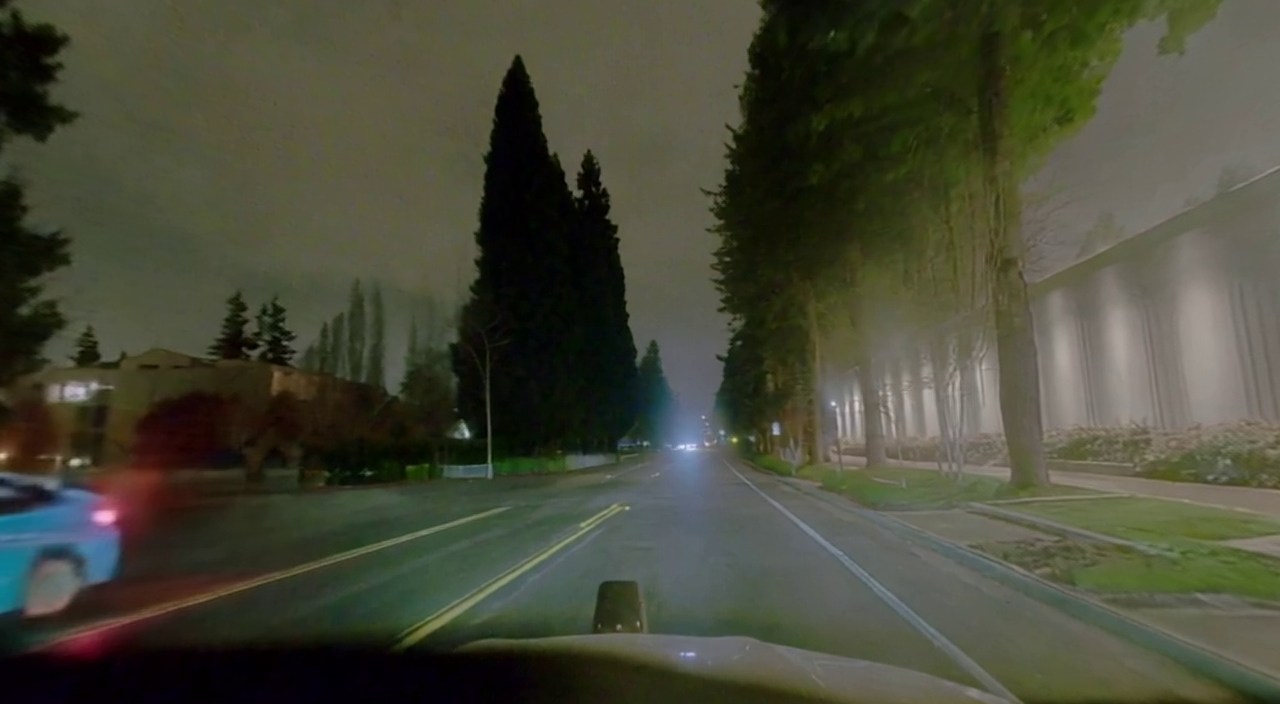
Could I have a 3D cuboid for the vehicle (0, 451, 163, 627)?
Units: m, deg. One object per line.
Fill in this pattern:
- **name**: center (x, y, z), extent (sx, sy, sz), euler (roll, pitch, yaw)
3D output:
- **vehicle**: center (-6.518, 1.549, 4.880), extent (1.926, 1.465, 4.433), euler (-2, -8, 6)
